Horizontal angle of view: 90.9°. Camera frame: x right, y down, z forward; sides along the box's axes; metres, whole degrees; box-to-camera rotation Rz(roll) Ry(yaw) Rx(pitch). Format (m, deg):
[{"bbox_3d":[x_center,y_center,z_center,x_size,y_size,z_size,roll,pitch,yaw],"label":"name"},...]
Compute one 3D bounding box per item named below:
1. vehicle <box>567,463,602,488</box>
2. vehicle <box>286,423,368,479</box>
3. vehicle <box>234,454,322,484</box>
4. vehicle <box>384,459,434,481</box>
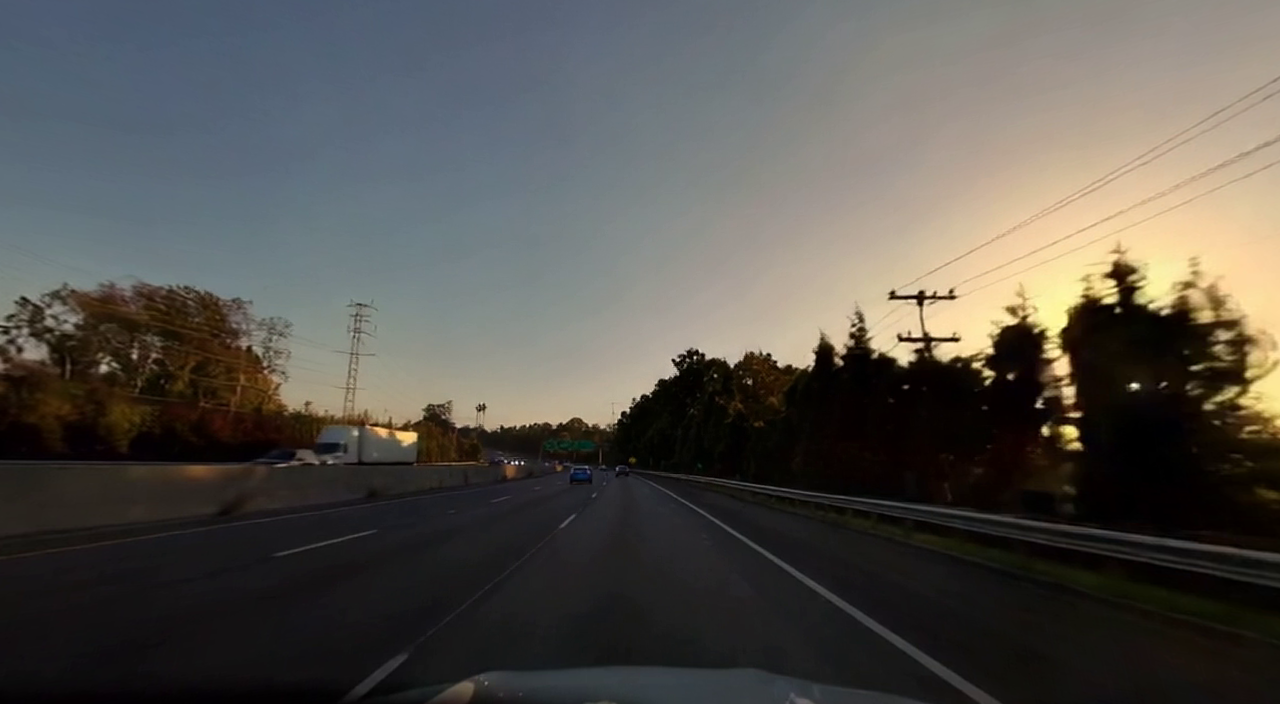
[{"bbox_3d":[-3.998,8.965,45.846,2.194,1.704,4.421,1,-10,-1],"label":"vehicle"},{"bbox_3d":[-23.887,7.660,48.486,3.203,3.952,5.905,1,-10,-2],"label":"vehicle"},{"bbox_3d":[-19.657,6.384,34.503,2.157,1.508,4.446,1,-10,-1],"label":"vehicle"},{"bbox_3d":[-16.351,8.393,44.820,1.885,1.464,4.601,1,-10,-1],"label":"vehicle"}]
